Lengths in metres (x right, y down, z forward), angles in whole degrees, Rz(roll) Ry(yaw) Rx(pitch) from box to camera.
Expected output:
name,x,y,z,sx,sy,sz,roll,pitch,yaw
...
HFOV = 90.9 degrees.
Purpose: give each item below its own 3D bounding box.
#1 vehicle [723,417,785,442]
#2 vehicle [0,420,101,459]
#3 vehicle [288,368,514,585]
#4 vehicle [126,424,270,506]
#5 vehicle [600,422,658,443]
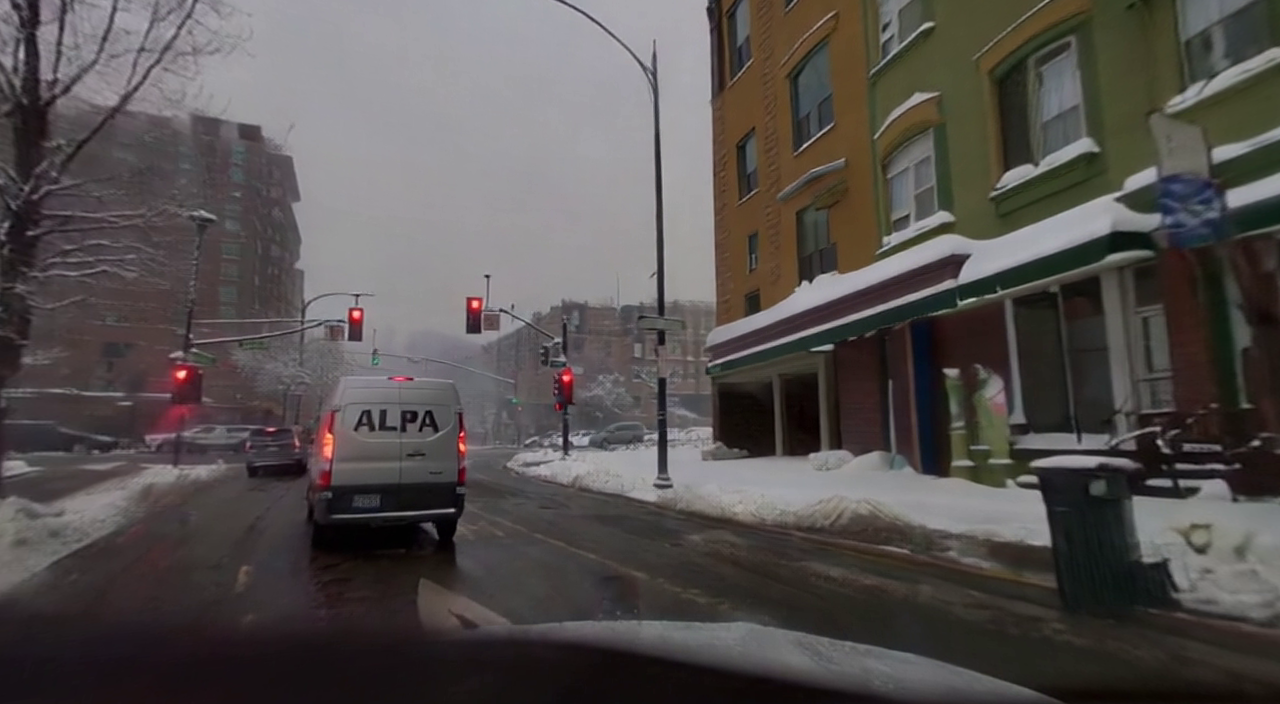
name,x,y,z,sx,sy,sz,roll,pitch,yaw
vehicle,7.899,5.367,43.426,4.020,1.572,1.718,6,-10,-30
vehicle,-26.229,3.813,27.474,3.846,1.616,1.840,5,-9,-35
vehicle,-3.105,1.408,7.948,1.951,1.907,4.266,4,-9,-25
vehicle,-9.076,2.288,13.259,1.841,1.461,3.426,4,-9,-25
vehicle,-0.792,5.873,45.835,3.885,1.449,1.757,4,-9,-26
